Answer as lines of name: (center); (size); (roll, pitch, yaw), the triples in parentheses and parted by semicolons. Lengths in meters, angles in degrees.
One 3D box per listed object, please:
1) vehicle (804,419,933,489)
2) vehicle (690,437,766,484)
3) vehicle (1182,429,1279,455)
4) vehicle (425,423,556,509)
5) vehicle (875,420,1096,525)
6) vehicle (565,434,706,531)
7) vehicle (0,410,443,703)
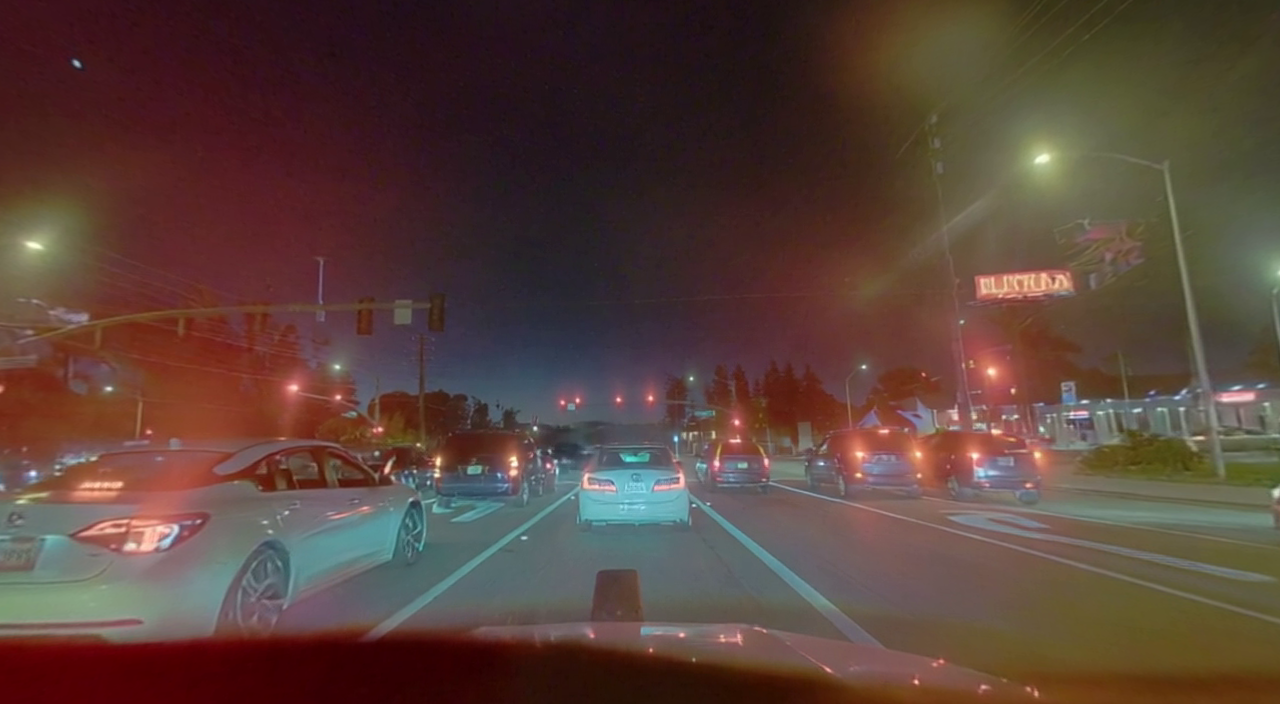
vehicle: (7.235, 3.318, 20.746); (2.156, 1.982, 5.358); (0, -9, -1)
vehicle: (3.074, 3.890, 23.015); (1.987, 1.515, 4.521); (0, -8, -2)
vehicle: (41.880, 6.365, 44.578); (5.147, 1.774, 2.049); (-1, -9, 3)
vehicle: (-3.325, 2.647, 15.068); (2.033, 1.714, 4.278); (0, -8, 1)
vehicle: (6.473, 2.296, 12.529); (1.945, 1.706, 4.190); (0, -9, -1)
vehicle: (-0.090, 2.245, 11.449); (2.098, 1.431, 3.958); (0, -8, -1)
vehicle: (-3.186, 1.315, 4.981); (1.837, 1.463, 4.311); (0, -8, 1)
